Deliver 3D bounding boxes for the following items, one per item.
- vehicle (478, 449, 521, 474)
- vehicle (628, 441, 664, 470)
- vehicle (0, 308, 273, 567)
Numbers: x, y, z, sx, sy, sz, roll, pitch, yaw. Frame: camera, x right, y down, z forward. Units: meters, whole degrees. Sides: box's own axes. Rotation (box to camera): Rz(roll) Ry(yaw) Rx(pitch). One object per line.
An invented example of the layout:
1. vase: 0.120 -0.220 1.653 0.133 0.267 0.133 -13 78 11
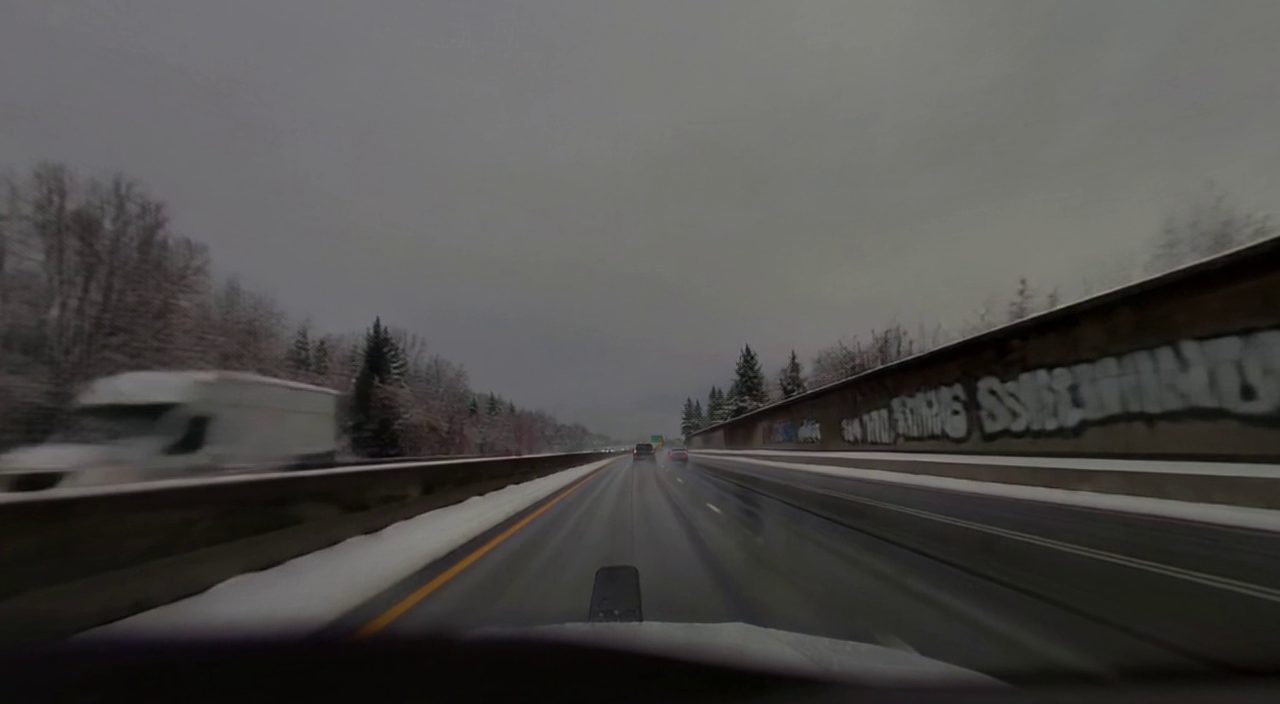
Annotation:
1. vehicle: -9.214 7.167 41.357 1.895 1.498 4.329 0 -9 -1
2. vehicle: 0.301 6.362 38.739 2.095 1.671 4.219 0 -9 -1
3. vehicle: -8.966 1.349 9.608 2.686 3.050 6.421 -1 -9 0
